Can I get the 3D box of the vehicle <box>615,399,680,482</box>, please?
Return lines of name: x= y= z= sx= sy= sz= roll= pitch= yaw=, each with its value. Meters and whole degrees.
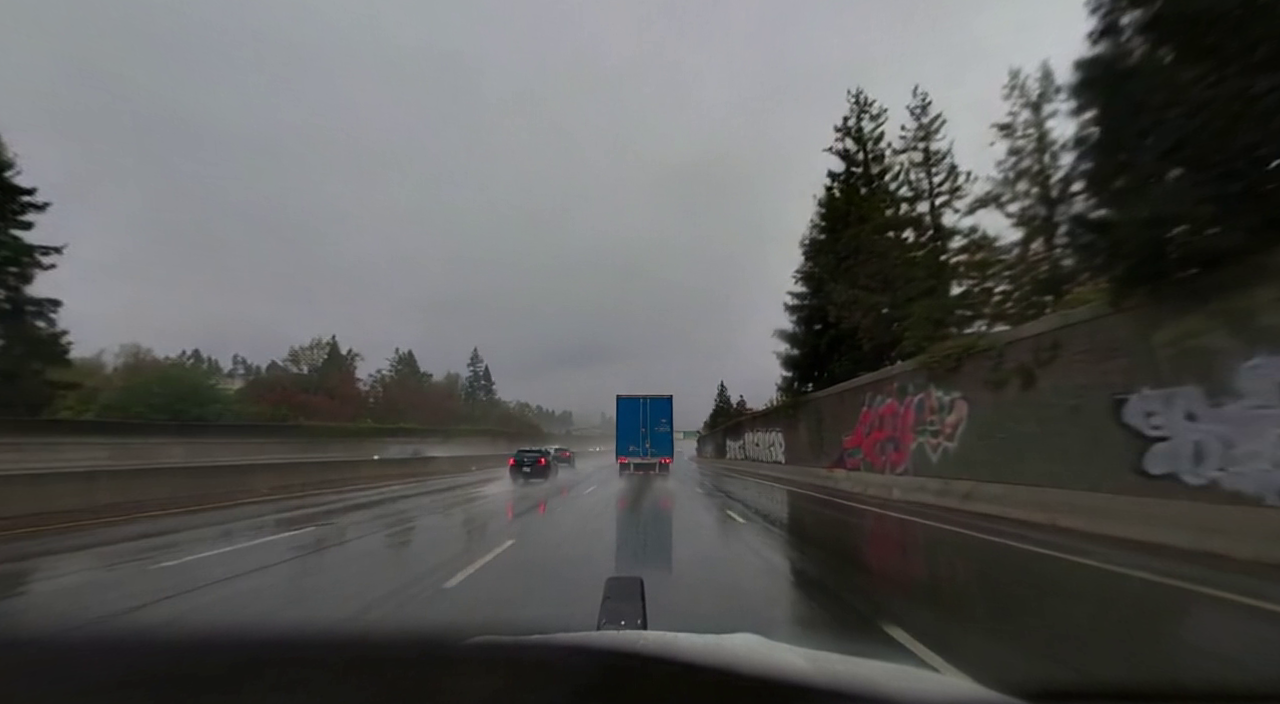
vehicle: x=0.219 y=4.703 z=33.107 sx=2.915 sy=3.661 sz=9.741 roll=0 pitch=-9 yaw=-1

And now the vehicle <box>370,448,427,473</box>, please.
vehicle: x=-14.577 y=6.572 z=38.258 sx=1.785 sy=1.439 sz=4.008 roll=0 pitch=-9 yaw=0

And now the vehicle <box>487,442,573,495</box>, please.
vehicle: x=-3.464 y=3.760 z=20.634 sx=2.020 sy=1.505 sz=4.171 roll=0 pitch=-9 yaw=1
